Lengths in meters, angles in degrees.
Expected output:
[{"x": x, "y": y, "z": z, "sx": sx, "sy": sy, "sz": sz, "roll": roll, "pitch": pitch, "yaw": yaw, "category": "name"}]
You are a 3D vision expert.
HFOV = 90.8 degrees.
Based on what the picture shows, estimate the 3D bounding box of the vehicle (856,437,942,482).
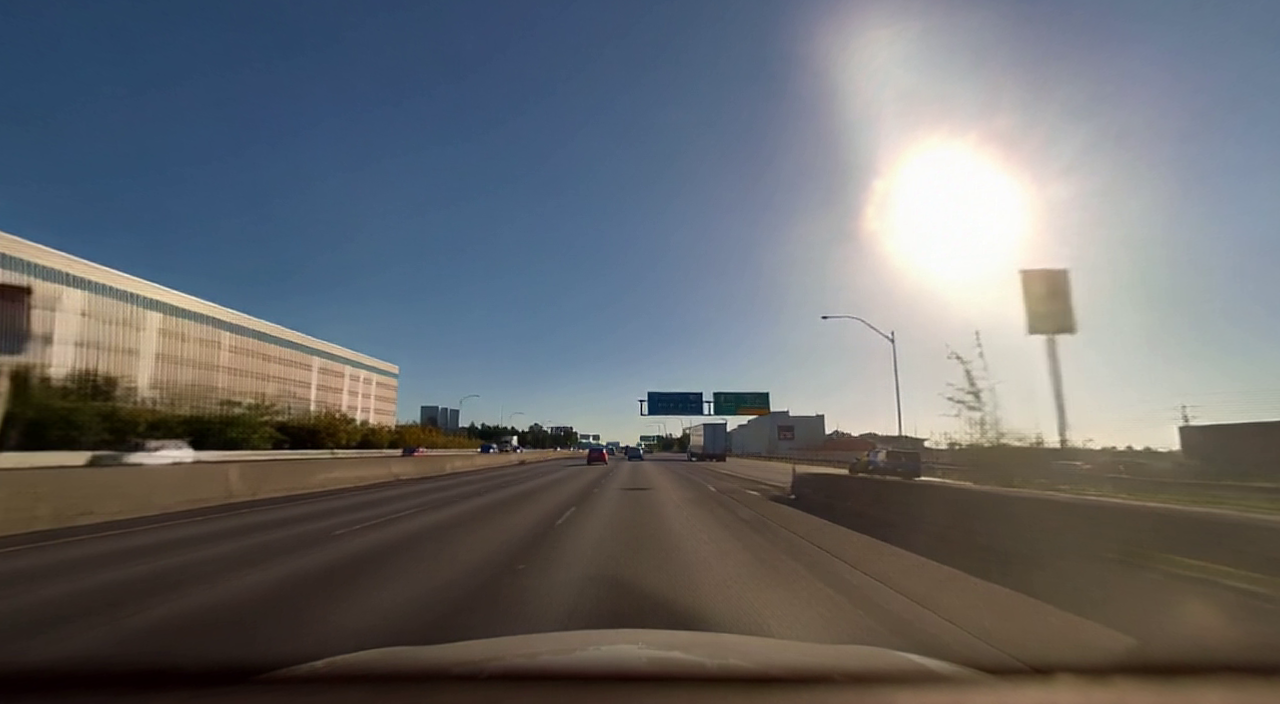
[{"x": 14.627, "y": 6.105, "z": 36.108, "sx": 2.411, "sy": 2.326, "sz": 5.300, "roll": 0, "pitch": -9, "yaw": -3, "category": "vehicle"}]
